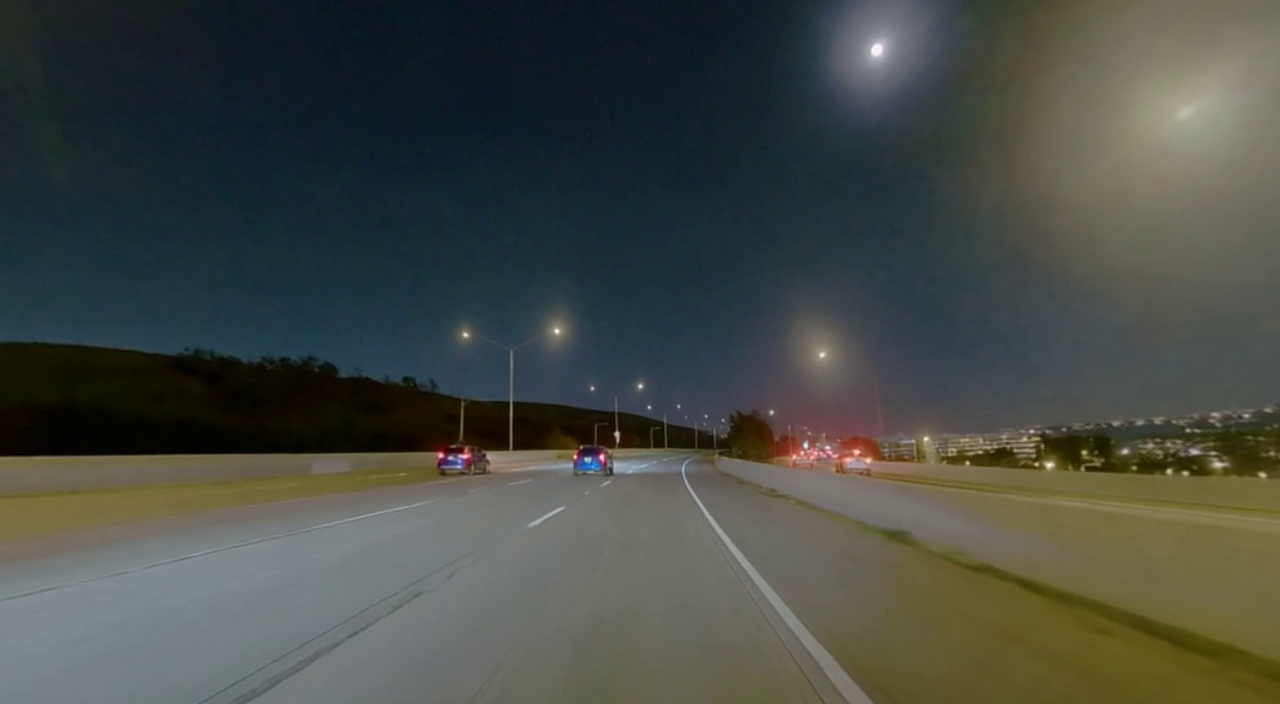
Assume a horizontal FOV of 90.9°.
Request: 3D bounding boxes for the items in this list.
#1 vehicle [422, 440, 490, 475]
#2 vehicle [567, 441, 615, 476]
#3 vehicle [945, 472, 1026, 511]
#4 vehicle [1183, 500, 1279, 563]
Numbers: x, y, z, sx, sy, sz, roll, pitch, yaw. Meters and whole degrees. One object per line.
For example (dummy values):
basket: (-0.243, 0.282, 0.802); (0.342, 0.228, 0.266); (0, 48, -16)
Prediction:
vehicle: (-9.820, 5.648, 34.081); (2.039, 1.746, 4.528); (-1, -8, 4)
vehicle: (-2.601, 5.788, 34.452); (2.028, 1.782, 4.150); (-1, -8, 4)
vehicle: (25.579, 10.311, 47.065); (2.775, 2.408, 6.139); (-1, -8, 3)
vehicle: (20.003, 5.671, 19.964); (1.786, 1.559, 4.496); (-1, -8, 3)
